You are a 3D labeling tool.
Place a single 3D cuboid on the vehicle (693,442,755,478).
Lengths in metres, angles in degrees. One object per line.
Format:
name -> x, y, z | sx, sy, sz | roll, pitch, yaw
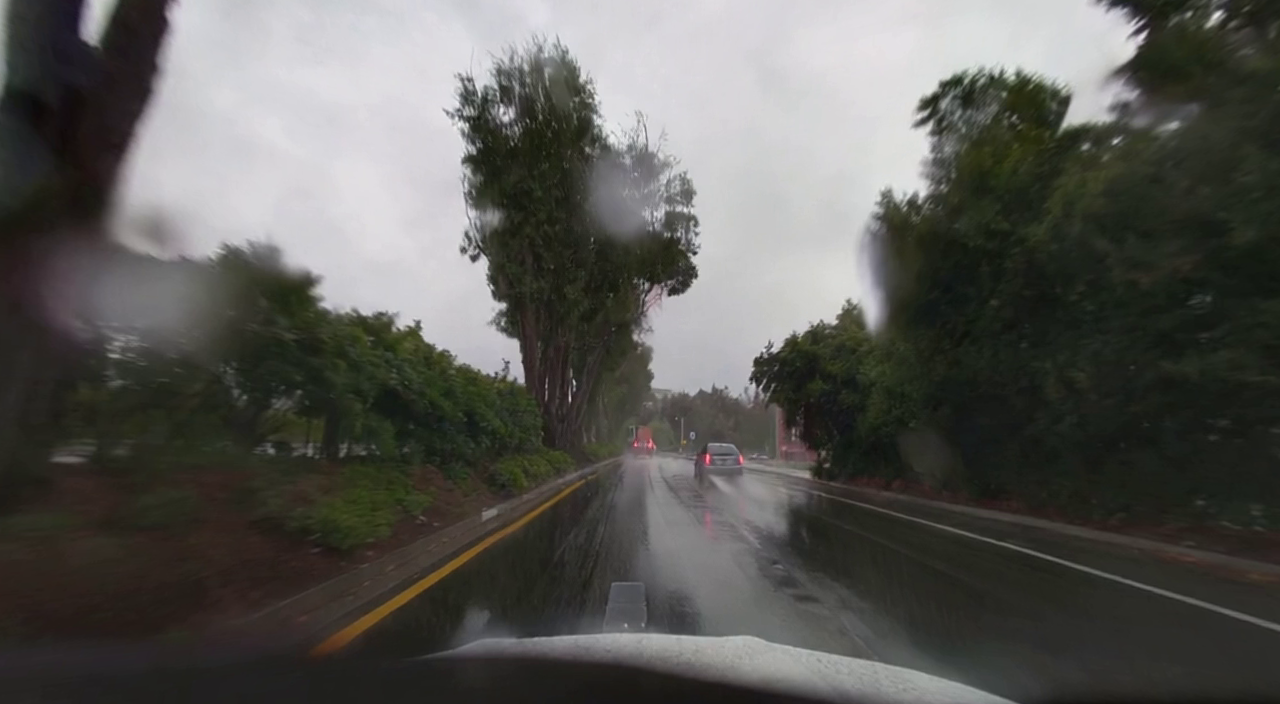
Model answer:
vehicle -> 3.701, 4.846, 28.662 | 1.956, 1.473, 4.640 | 0, -8, -3
